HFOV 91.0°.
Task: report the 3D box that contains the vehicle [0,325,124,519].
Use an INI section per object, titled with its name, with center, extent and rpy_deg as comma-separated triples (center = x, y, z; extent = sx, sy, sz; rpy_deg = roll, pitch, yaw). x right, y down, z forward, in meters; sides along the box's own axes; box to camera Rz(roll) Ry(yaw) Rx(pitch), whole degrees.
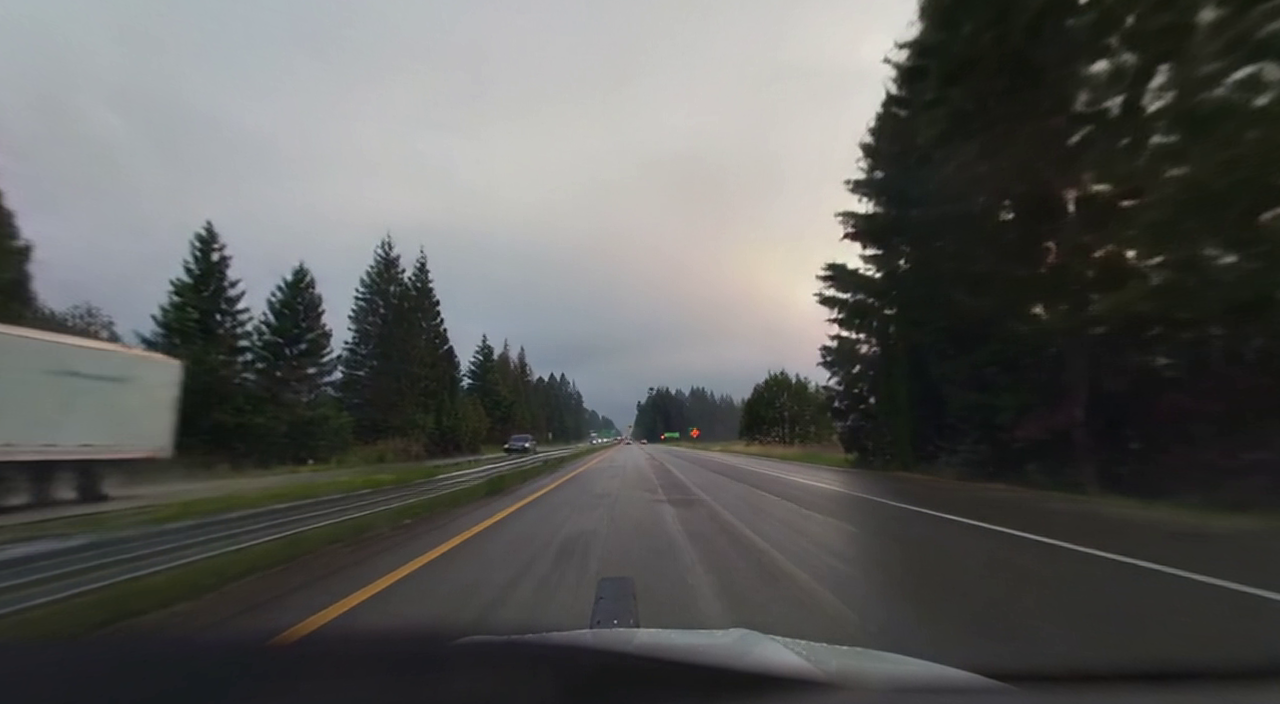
[vehicle]
center = -14.024, 0.843, 8.612
extent = 2.794, 3.792, 13.285
rpy_deg = 0, -8, 0
